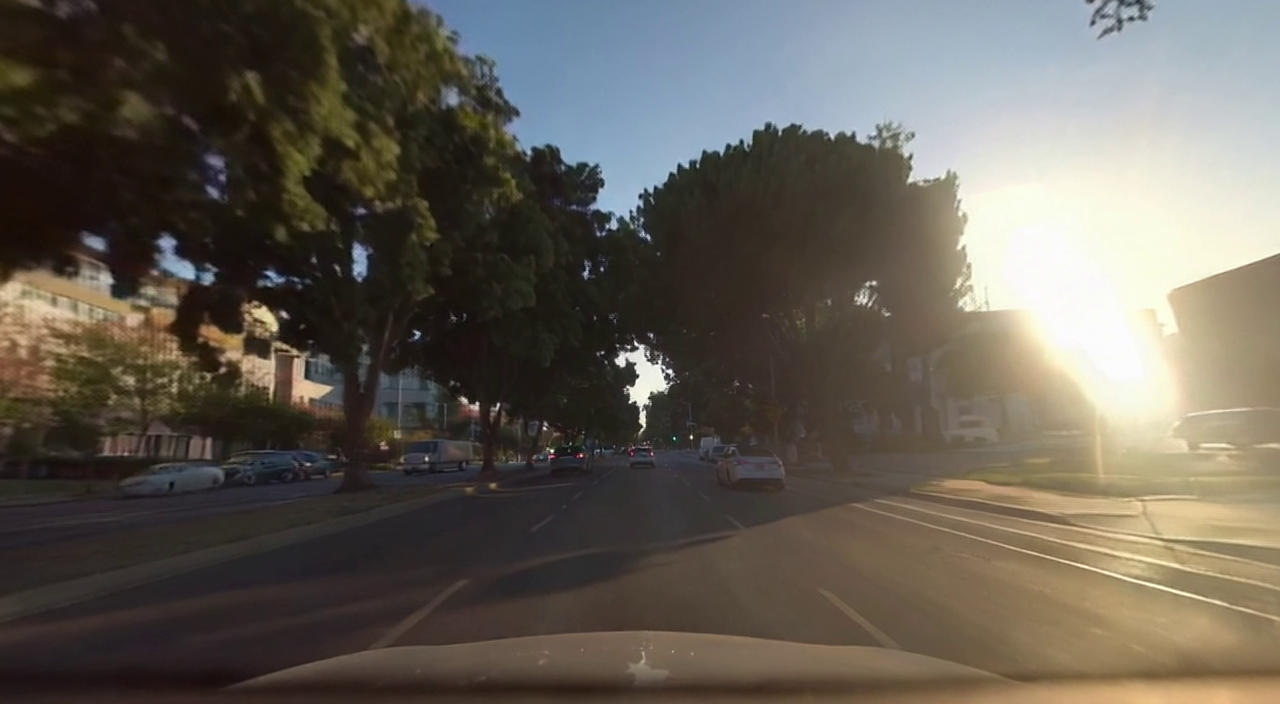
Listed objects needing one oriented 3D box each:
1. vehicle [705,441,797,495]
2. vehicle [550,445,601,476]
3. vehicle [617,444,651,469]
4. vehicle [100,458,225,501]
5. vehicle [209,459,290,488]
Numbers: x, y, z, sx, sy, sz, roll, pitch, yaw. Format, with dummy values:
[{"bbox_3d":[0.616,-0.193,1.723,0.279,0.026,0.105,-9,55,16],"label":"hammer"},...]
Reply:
[{"bbox_3d":[3.385,3.625,20.131,1.990,1.486,4.431,0,-8,-2],"label":"vehicle"},{"bbox_3d":[-3.204,5.462,32.010,2.082,1.467,4.379,0,-8,0],"label":"vehicle"},{"bbox_3d":[-0.392,6.656,40.293,2.101,1.480,3.929,0,-8,-1],"label":"vehicle"},{"bbox_3d":[-19.165,5.117,25.558,1.924,1.493,4.006,0,-8,0],"label":"vehicle"},{"bbox_3d":[-22.583,7.027,36.703,1.871,1.471,4.482,0,-8,0],"label":"vehicle"}]
